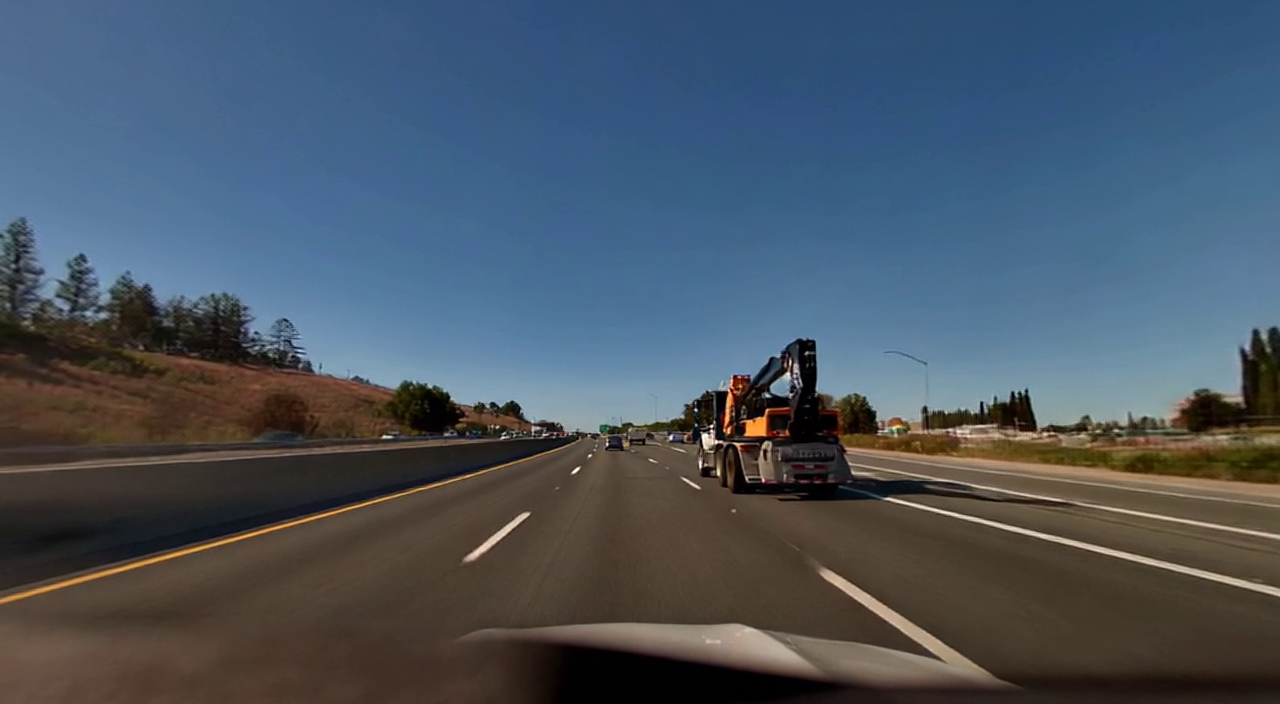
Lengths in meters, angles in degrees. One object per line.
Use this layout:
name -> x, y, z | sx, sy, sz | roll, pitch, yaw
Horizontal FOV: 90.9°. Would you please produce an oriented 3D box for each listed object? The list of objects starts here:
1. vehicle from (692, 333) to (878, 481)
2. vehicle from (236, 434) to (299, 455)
vehicle -> 3.475, 1.712, 17.684 | 2.833, 3.180, 8.004 | 1, -8, -4
vehicle -> -26.651, 6.630, 45.220 | 1.939, 1.438, 4.486 | 1, -8, -3
